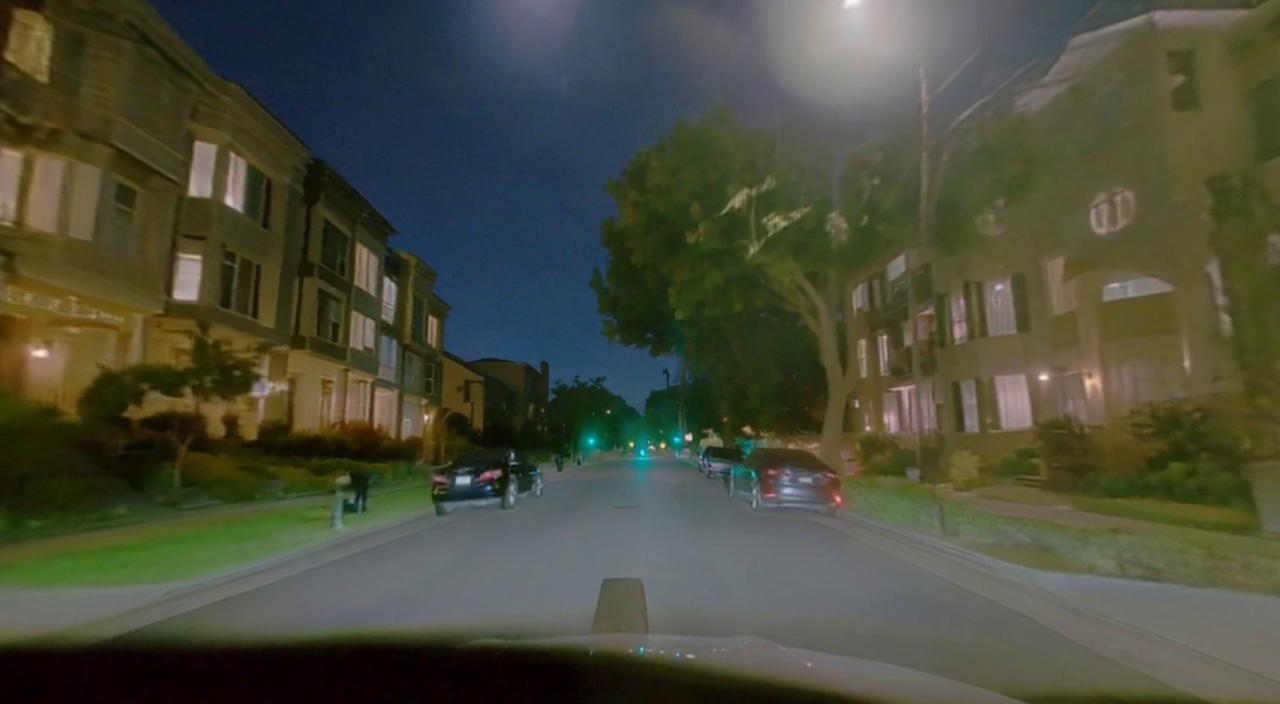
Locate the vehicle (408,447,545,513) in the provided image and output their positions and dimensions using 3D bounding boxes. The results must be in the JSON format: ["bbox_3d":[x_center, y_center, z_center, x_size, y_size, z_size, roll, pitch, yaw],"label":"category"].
[{"bbox_3d":[-3.756,3.006,15.319,1.995,1.330,4.080,-1,-8,4],"label":"vehicle"}]

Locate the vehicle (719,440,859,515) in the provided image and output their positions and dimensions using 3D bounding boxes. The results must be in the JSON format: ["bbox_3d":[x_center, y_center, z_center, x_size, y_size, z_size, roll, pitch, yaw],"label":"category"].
[{"bbox_3d":[3.244,2.846,15.011,2.000,1.456,5.251,0,-8,-1],"label":"vehicle"}]
